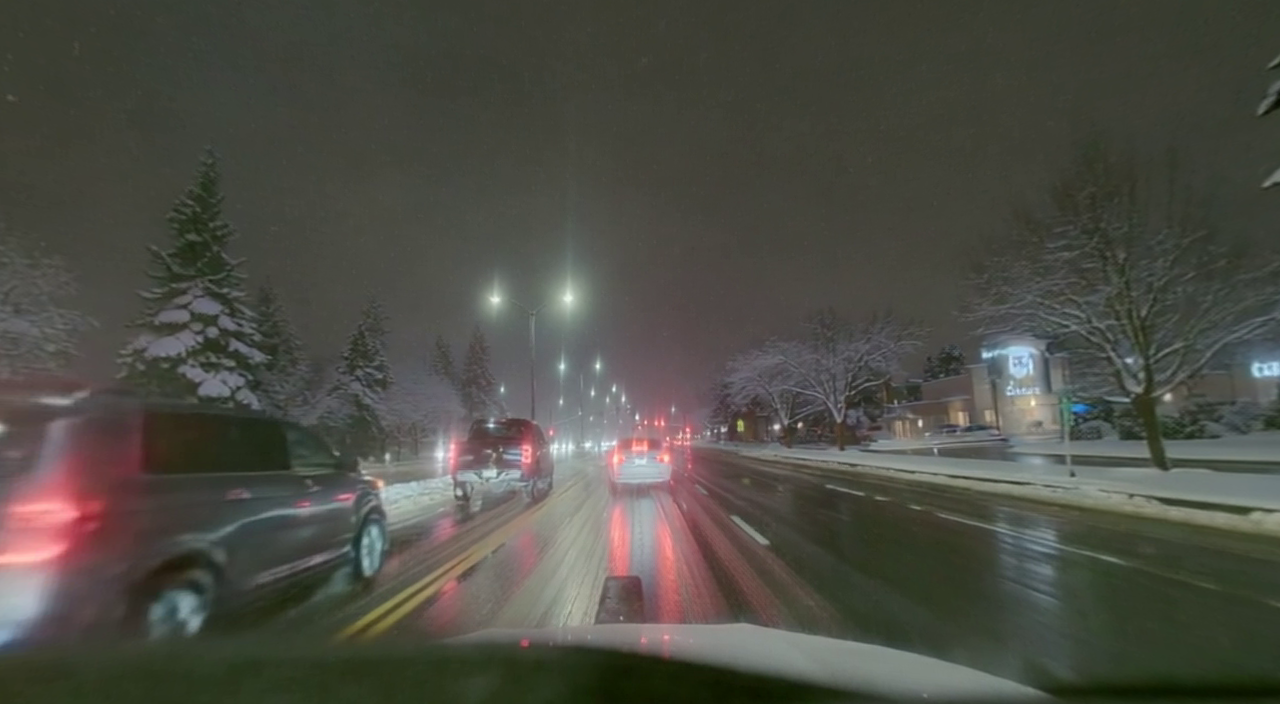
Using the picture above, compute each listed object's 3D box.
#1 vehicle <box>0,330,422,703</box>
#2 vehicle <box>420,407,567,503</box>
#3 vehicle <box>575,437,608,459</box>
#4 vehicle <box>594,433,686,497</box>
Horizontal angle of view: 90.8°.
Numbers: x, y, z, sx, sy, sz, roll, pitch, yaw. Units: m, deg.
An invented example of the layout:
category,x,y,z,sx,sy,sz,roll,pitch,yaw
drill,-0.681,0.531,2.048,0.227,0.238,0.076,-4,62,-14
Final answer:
category,x,y,z,sx,sy,sz,roll,pitch,yaw
vehicle,-3.337,1.081,4.573,2.046,1.751,4.208,0,-8,-1
vehicle,-3.385,2.558,15.988,2.301,1.985,5.531,0,-8,1
vehicle,-3.592,7.158,47.211,2.147,1.590,4.209,0,-8,0
vehicle,-0.051,2.932,16.795,2.126,1.475,3.967,0,-8,-1
